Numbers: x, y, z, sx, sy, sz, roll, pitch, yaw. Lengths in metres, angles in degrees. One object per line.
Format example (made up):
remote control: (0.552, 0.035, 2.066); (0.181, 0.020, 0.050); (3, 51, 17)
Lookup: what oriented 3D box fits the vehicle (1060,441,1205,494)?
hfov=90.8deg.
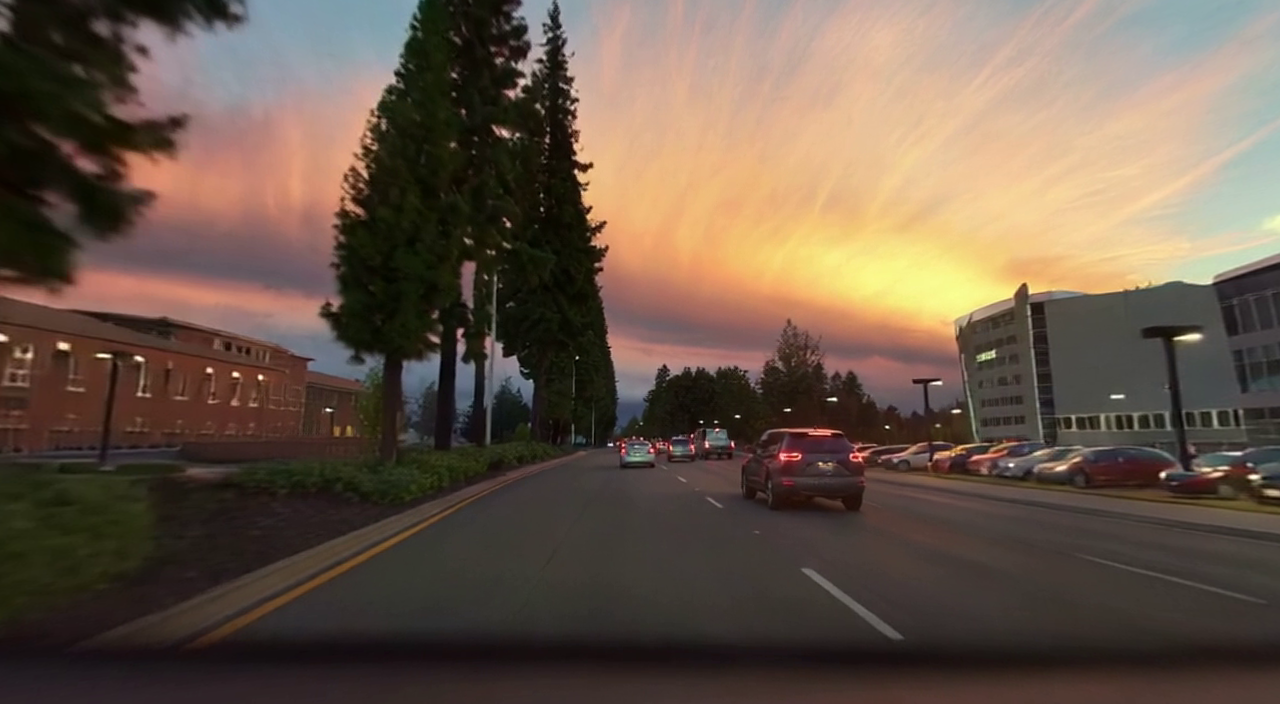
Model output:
vehicle: (17.420, 4.070, 22.368); (4.369, 1.689, 2.230); (5, -11, -26)

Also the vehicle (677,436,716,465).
vehicle: (3.506, 6.205, 39.778); (1.976, 1.725, 4.159); (0, -9, -1)

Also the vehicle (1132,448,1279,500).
vehicle: (17.468, 3.706, 19.524); (3.922, 1.444, 1.834); (4, -10, -25)

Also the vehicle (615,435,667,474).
vehicle: (-0.005, 4.493, 27.777); (2.145, 1.572, 4.021); (0, -9, -1)

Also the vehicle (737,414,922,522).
vehicle: (3.571, 2.328, 13.143); (2.235, 1.806, 4.818); (0, -9, -1)
